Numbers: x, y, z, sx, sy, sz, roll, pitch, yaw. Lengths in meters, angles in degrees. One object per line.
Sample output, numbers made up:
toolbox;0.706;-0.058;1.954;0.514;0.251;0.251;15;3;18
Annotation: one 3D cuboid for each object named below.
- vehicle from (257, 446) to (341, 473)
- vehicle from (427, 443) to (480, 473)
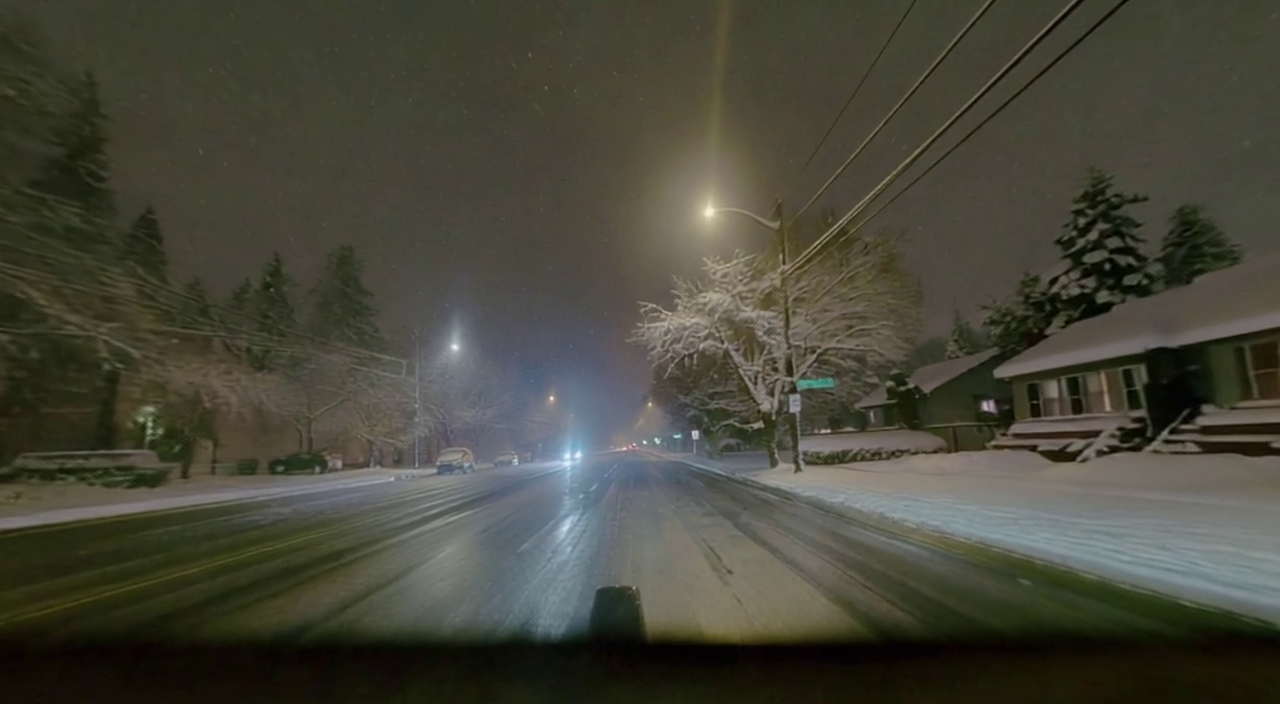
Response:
vehicle;-22.646;7.155;42.058;4.514;1.711;1.855;0;-8;0
vehicle;-14.406;8.199;49.232;2.324;2.216;5.998;0;-8;0
